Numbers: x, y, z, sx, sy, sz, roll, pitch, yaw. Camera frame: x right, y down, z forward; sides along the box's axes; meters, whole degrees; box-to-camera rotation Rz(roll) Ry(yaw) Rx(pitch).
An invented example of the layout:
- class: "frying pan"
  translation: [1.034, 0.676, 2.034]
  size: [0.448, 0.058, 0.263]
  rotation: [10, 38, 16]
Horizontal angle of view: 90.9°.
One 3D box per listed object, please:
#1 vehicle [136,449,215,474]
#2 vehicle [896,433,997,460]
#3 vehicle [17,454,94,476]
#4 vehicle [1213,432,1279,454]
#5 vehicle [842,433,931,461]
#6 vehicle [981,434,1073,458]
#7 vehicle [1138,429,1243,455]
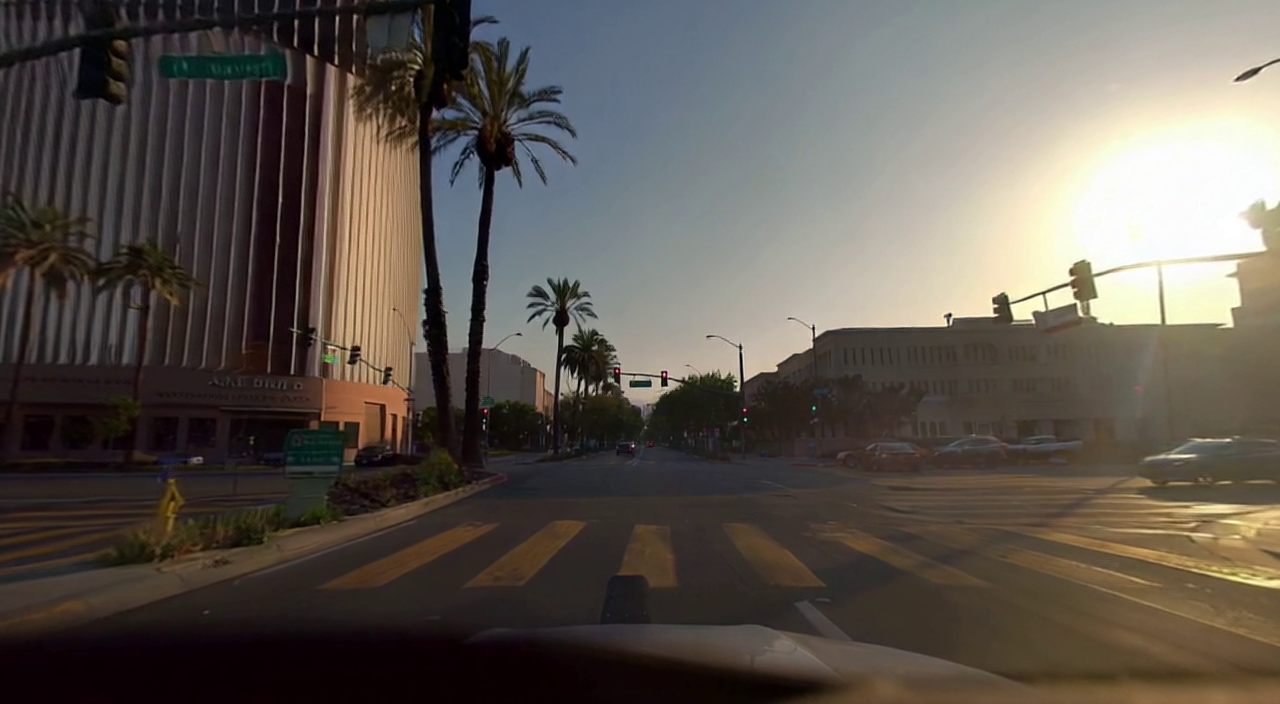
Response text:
- class: "vehicle"
  translation: [-32.950, 7.780, 44.778]
  size: [4.136, 1.661, 1.857]
  rotation: [0, -8, 1]
- class: "vehicle"
  translation: [17.032, 5.281, 35.140]
  size: [4.684, 1.461, 1.777]
  rotation: [0, -8, -1]
- class: "vehicle"
  translation: [-41.540, 7.999, 44.812]
  size: [3.698, 1.467, 1.779]
  rotation: [0, -9, 1]
- class: "vehicle"
  translation: [42.205, 6.191, 42.943]
  size: [4.437, 1.469, 1.811]
  rotation: [0, -8, 0]
- class: "vehicle"
  translation: [15.108, 5.854, 38.843]
  size: [4.648, 1.665, 1.910]
  rotation: [0, -8, 0]
- class: "vehicle"
  translation: [23.630, 5.759, 38.602]
  size: [4.423, 1.465, 1.798]
  rotation: [0, -8, 1]
- class: "vehicle"
  translation: [33.301, 5.462, 38.205]
  size: [4.567, 1.458, 1.791]
  rotation: [0, -8, 1]
